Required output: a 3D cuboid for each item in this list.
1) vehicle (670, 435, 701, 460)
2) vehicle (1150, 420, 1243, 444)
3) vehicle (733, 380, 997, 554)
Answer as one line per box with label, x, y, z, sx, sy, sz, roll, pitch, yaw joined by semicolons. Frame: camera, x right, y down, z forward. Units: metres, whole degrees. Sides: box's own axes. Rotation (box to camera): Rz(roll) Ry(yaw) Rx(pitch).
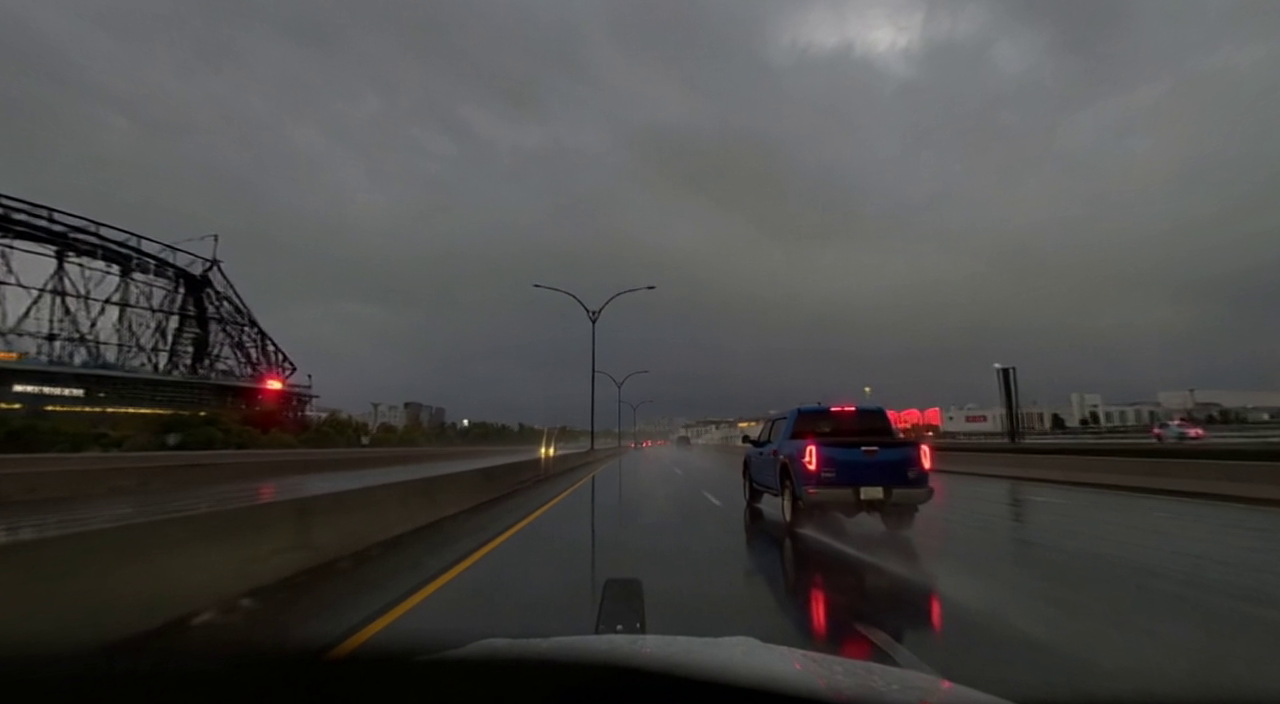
vehicle;3.302;7.010;46.404;1.973;1.774;4.092;0;-8;0
vehicle;41.227;6.009;47.015;2.086;1.693;5.339;0;-8;0
vehicle;3.006;1.699;9.938;2.199;2.002;4.970;0;-8;-1
